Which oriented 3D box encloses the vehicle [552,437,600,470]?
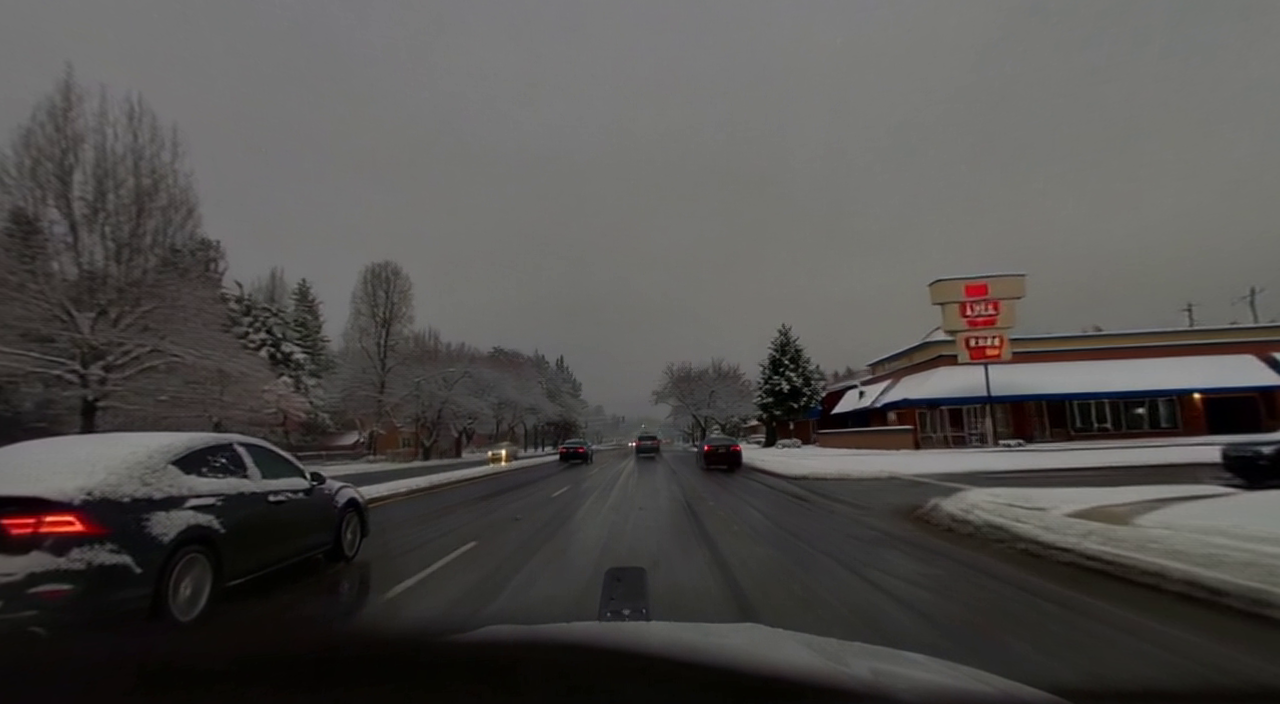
[{"bbox_3d":[-3.420,5.520,34.431,2.026,1.665,4.193,0,-8,2],"label":"vehicle"}]

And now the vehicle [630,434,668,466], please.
[{"bbox_3d":[0.524,5.984,38.578,2.193,1.873,4.033,0,-8,0],"label":"vehicle"}]

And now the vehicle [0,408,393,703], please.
[{"bbox_3d":[-3.921,1.338,5.225,1.908,1.481,4.351,0,-8,1],"label":"vehicle"}]

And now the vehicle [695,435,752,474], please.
[{"bbox_3d":[3.584,4.471,27.634,1.922,1.579,3.642,0,-8,-1],"label":"vehicle"}]
